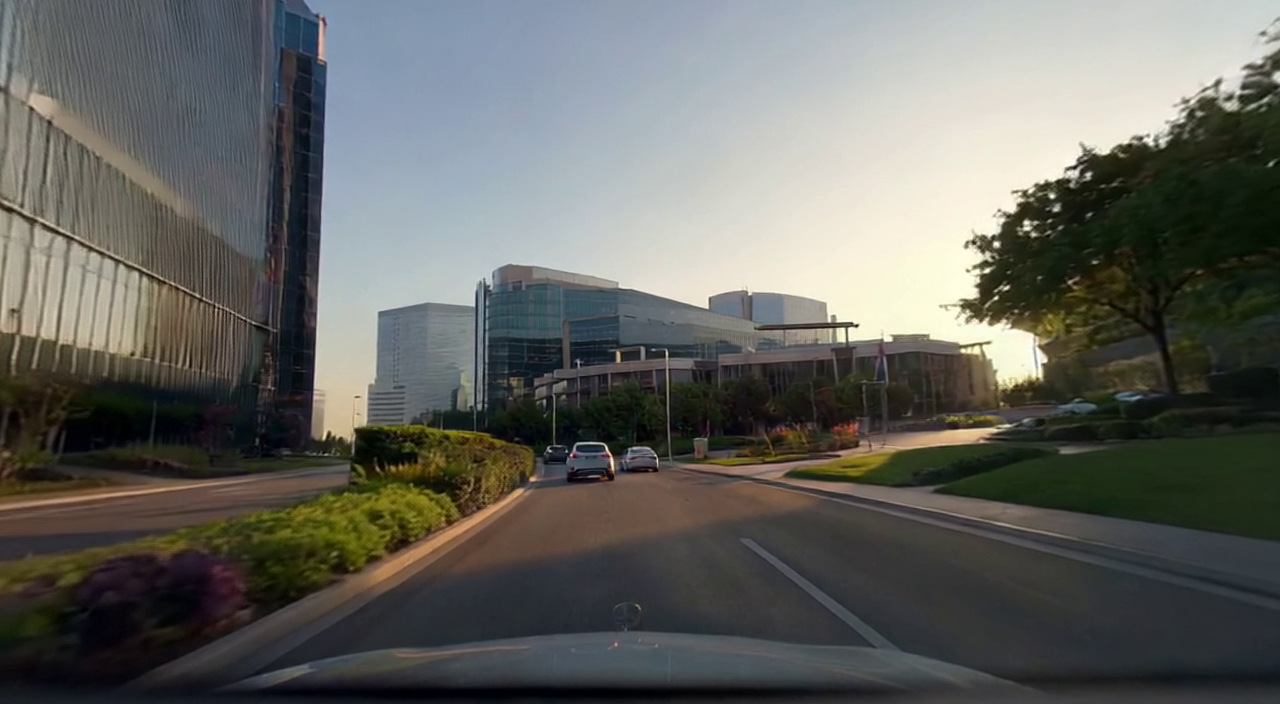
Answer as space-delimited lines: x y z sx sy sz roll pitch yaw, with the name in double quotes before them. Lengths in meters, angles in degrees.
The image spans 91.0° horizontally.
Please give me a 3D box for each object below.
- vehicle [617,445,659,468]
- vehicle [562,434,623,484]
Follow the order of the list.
"vehicle" -0.198 7.263 44.057 2.116 1.506 4.355 2 -8 -11
"vehicle" -1.924 4.163 24.851 2.173 1.761 4.374 1 -8 -6
